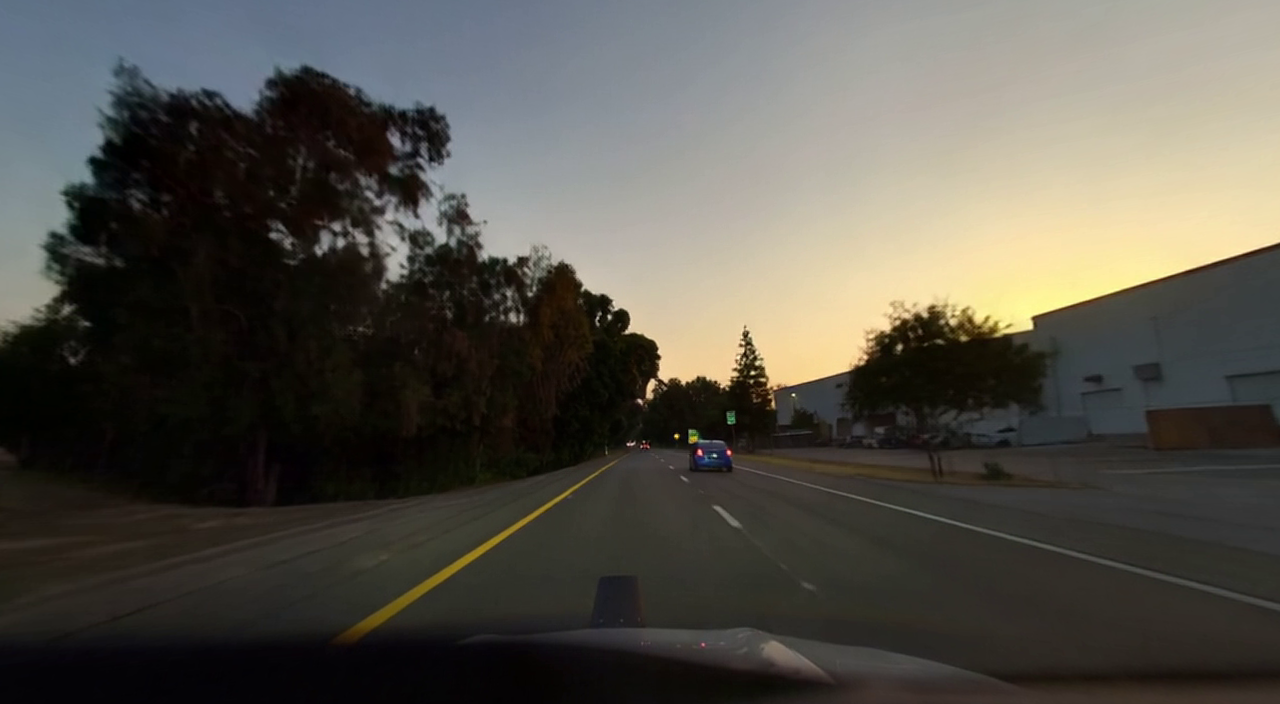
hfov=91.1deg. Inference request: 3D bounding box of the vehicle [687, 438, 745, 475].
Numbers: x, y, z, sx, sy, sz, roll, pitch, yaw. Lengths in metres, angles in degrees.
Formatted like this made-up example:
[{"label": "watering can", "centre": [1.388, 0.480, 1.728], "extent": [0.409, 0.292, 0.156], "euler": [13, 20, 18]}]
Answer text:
[{"label": "vehicle", "centre": [3.393, 4.763, 28.800], "extent": [2.079, 1.531, 3.997], "euler": [0, -8, -1]}]
